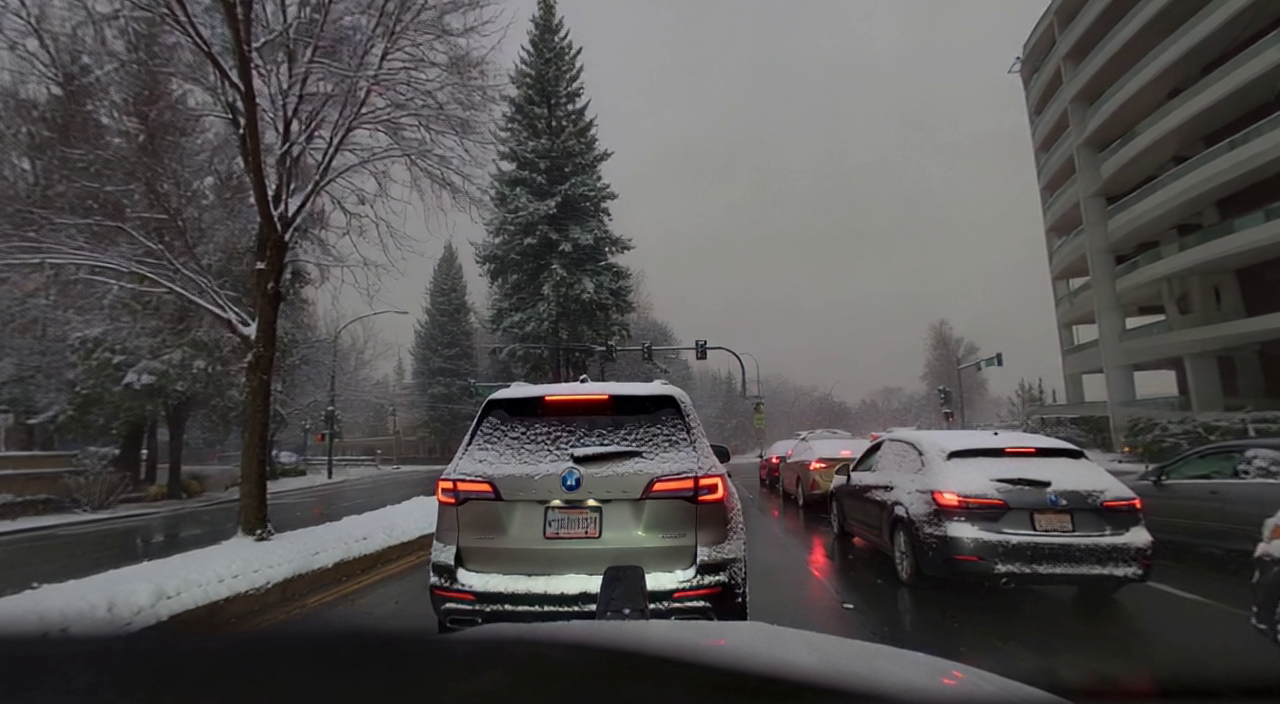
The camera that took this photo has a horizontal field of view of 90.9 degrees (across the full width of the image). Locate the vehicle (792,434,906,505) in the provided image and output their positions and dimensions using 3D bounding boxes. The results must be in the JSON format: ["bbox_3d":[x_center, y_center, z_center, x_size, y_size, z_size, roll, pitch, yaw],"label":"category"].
[{"bbox_3d":[5.332,3.031,16.714,1.994,1.638,4.100,-1,-9,6],"label":"vehicle"}]

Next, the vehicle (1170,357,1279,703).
[{"bbox_3d":[4.063,0.602,1.117,1.993,1.719,4.953,0,-8,1],"label":"vehicle"}]

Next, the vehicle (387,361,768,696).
[{"bbox_3d":[-0.205,1.237,5.560,2.021,1.742,4.295,-1,-8,4],"label":"vehicle"}]

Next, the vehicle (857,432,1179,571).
[{"bbox_3d":[4.901,1.968,9.182,1.963,1.480,4.553,0,-8,2],"label":"vehicle"}]
